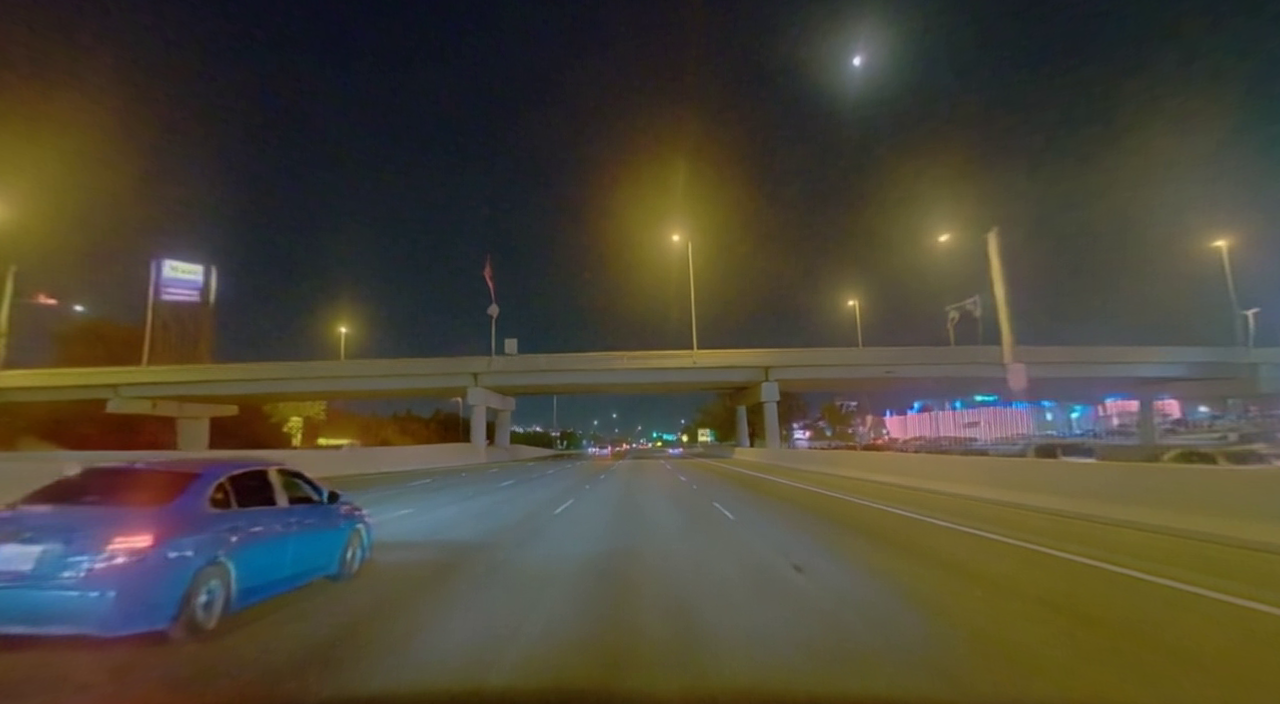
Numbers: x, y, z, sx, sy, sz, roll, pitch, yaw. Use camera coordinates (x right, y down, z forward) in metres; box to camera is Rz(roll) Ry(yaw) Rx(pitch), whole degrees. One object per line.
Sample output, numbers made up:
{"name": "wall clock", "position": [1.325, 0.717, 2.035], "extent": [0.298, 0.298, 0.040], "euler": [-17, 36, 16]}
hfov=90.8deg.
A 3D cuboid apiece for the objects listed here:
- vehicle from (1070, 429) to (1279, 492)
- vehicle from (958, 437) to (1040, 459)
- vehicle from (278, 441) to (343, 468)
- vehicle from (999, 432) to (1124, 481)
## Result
{"name": "vehicle", "position": [18.363, 3.742, 22.272], "extent": [2.128, 1.915, 5.821], "euler": [0, -8, -2]}
{"name": "vehicle", "position": [24.927, 6.698, 43.992], "extent": [4.513, 1.469, 1.871], "euler": [0, -8, 1]}
{"name": "vehicle", "position": [-19.375, 6.023, 37.314], "extent": [1.722, 1.502, 3.846], "euler": [0, -8, 1]}
{"name": "vehicle", "position": [18.510, 4.594, 28.132], "extent": [1.947, 1.963, 5.237], "euler": [0, -8, 0]}
